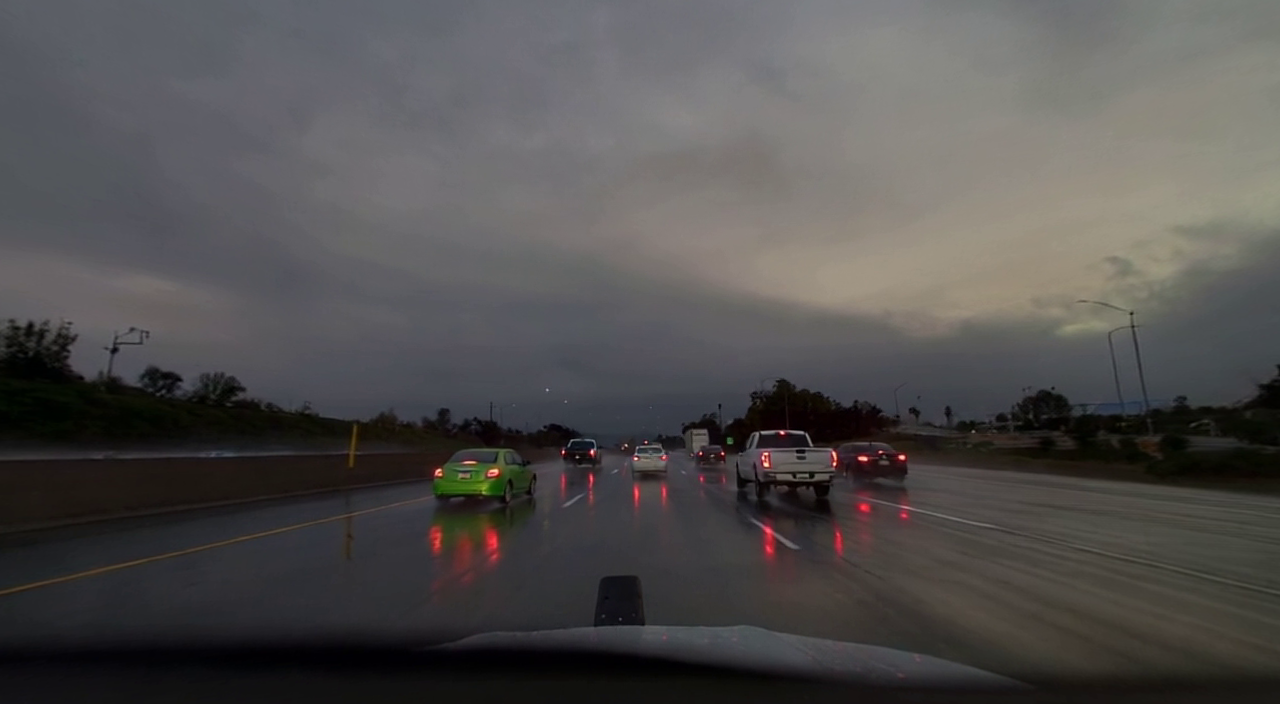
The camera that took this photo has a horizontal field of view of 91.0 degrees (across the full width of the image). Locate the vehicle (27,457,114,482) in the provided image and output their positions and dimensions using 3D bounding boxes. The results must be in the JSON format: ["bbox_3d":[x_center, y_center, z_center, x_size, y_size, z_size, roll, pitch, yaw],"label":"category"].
[{"bbox_3d":[-37.813,7.783,41.955,1.783,1.502,4.285,0,-9,1],"label":"vehicle"}]

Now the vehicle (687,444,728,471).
[{"bbox_3d":[4.297,6.812,40.885,2.145,1.636,4.437,0,-9,-1],"label":"vehicle"}]

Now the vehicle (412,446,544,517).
[{"bbox_3d":[-3.636,2.973,15.024,1.947,1.424,4.264,0,-9,1],"label":"vehicle"}]

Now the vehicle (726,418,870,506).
[{"bbox_3d":[3.883,2.867,16.787,2.340,1.925,5.529,0,-9,-1],"label":"vehicle"}]

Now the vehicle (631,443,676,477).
[{"bbox_3d":[0.649,5.389,31.726,2.147,1.572,4.094,0,-9,0],"label":"vehicle"}]

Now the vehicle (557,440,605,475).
[{"bbox_3d":[-3.258,5.935,35.646,2.176,1.783,4.799,0,-9,1],"label":"vehicle"}]
